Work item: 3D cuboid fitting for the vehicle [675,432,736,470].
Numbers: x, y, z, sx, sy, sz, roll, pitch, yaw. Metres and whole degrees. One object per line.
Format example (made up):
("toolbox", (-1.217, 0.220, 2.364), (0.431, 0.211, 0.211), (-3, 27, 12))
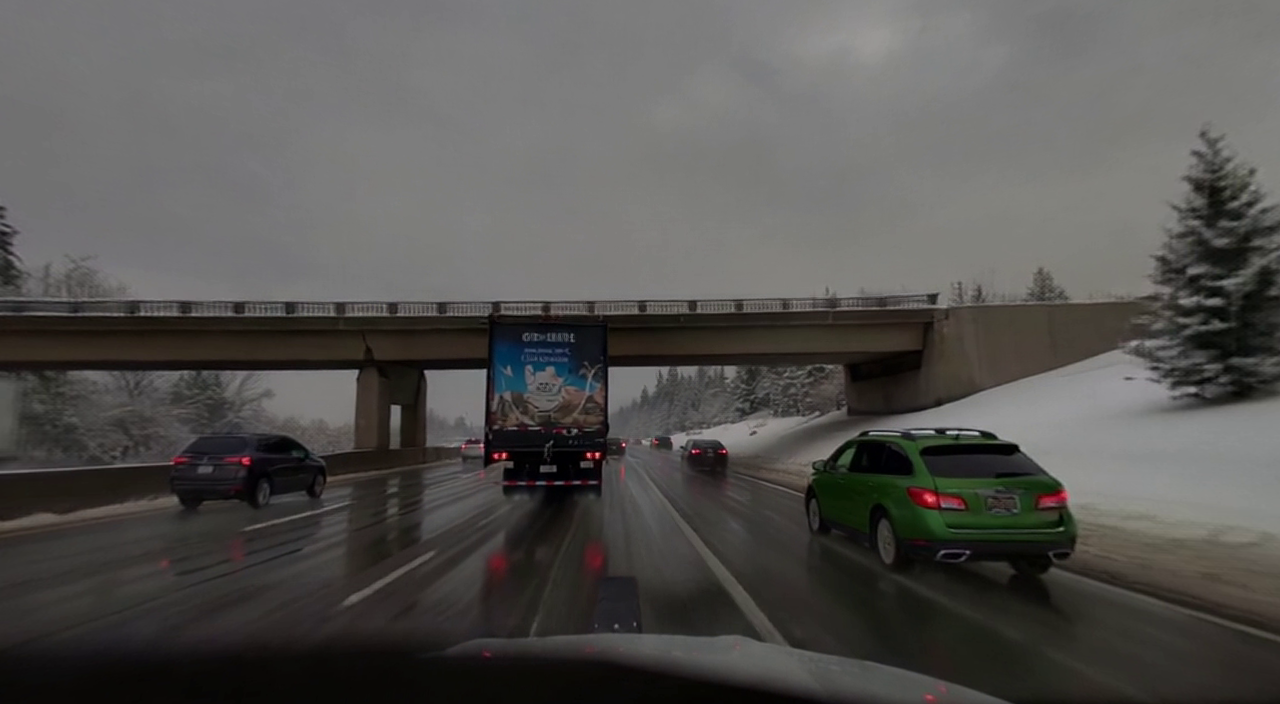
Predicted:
("vehicle", (2.766, 4.311, 27.688), (2.003, 1.519, 4.580), (0, -8, -2))

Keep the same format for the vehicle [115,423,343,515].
("vehicle", (-8.562, 2.435, 13.744), (2.048, 1.652, 4.421), (0, -8, -1))

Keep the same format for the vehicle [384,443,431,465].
("vehicle", (-17.470, 7.676, 47.367), (1.874, 1.491, 4.393), (0, -7, 0))

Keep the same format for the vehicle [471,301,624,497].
("vehicle", (-2.202, 1.545, 17.193), (2.911, 3.787, 9.905), (1, -8, -5))

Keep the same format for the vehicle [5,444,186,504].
("vehicle", (-16.506, 3.674, 19.411), (1.933, 1.573, 4.153), (0, -8, -2))

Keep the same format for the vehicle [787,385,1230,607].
("vehicle", (3.300, 1.371, 6.980), (2.118, 1.647, 4.400), (0, -8, -2))
